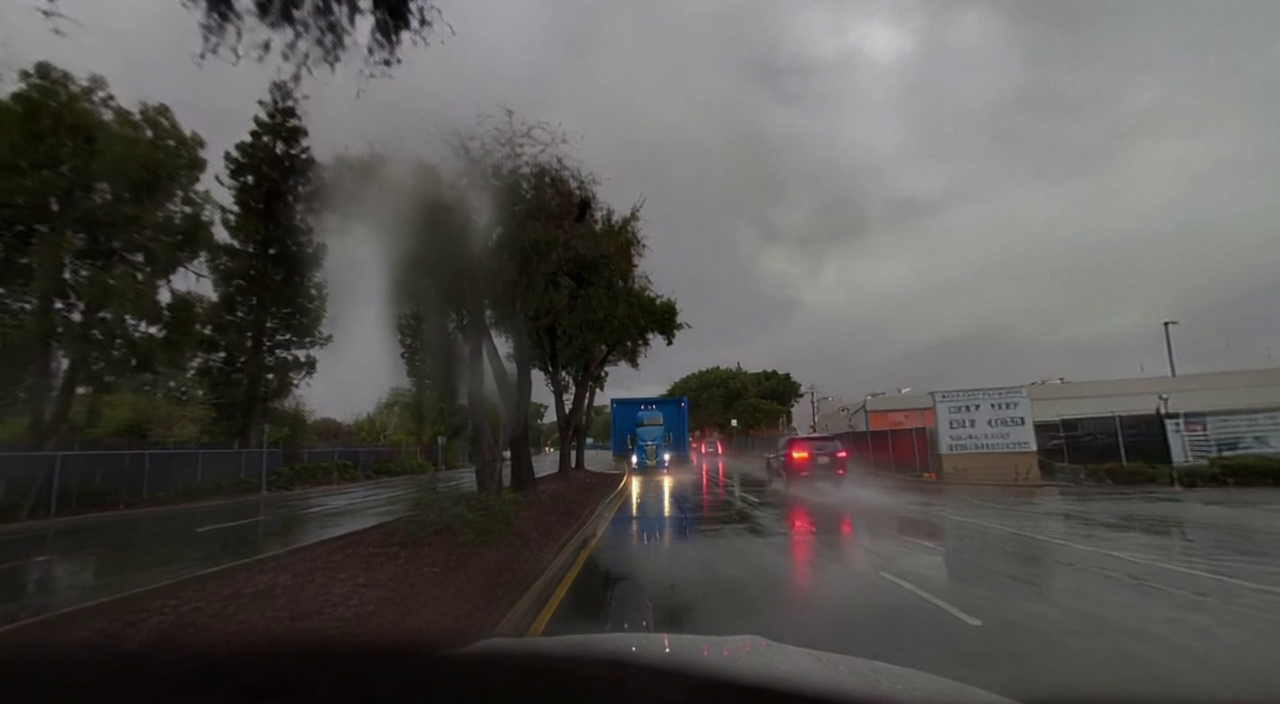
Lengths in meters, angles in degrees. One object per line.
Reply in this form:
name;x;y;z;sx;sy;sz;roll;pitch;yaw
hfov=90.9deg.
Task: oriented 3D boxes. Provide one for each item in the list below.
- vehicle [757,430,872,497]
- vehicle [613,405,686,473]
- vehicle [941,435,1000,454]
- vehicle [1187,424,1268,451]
vehicle;4.840;3.161;18.260;2.076;1.661;4.524;0;-8;1
vehicle;0.530;4.341;31.173;3.197;2.963;7.055;0;-8;2
vehicle;23.421;6.563;44.687;3.251;1.321;1.555;-1;-9;0
vehicle;43.594;6.346;46.935;2.050;1.801;5.143;-5;-8;15
